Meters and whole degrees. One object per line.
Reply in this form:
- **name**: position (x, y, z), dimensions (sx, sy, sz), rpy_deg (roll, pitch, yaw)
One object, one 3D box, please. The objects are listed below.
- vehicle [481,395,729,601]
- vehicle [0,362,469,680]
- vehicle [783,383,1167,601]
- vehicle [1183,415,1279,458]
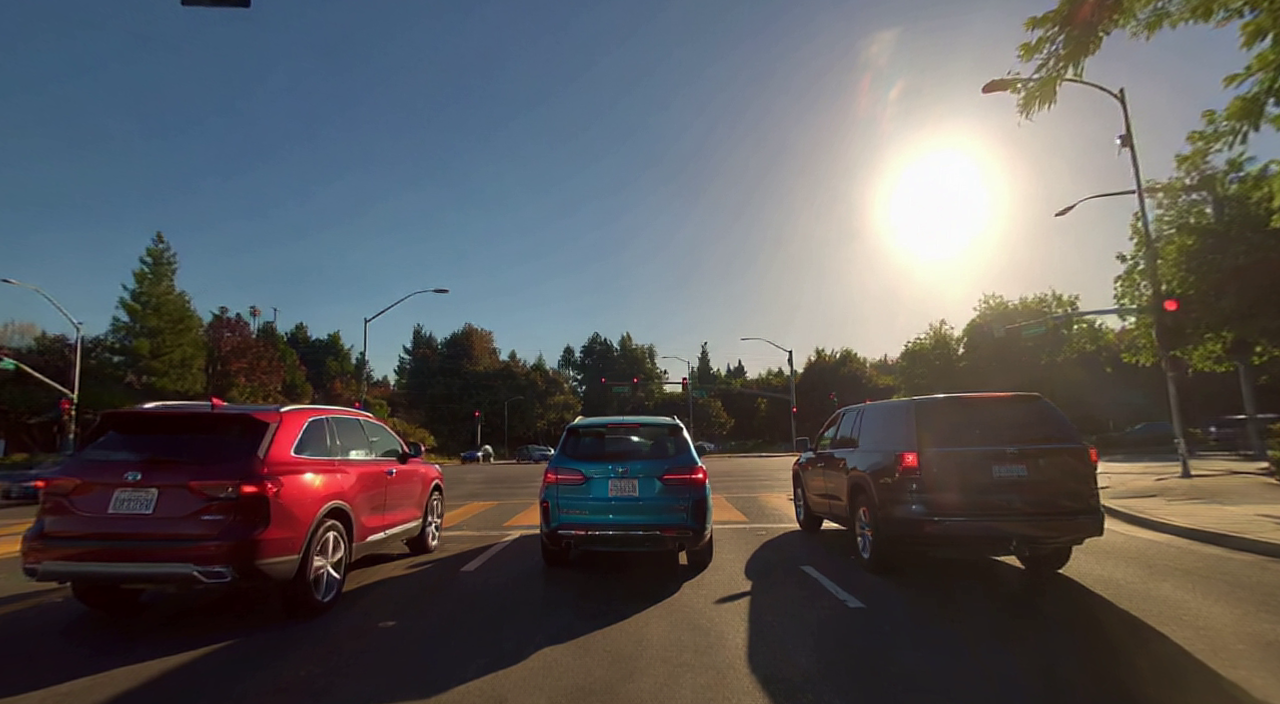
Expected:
- **vehicle**: position (-0.239, 1.512, 7.321), dimensions (2.067, 1.702, 3.987), rpy_deg (0, -8, 2)
- **vehicle**: position (-3.276, 1.281, 5.882), dimensions (2.047, 1.810, 4.414), rpy_deg (0, -8, 1)
- **vehicle**: position (3.271, 1.483, 7.515), dimensions (2.083, 1.779, 4.532), rpy_deg (0, -8, 0)
- **vehicle**: position (27.761, 3.828, 28.391), dimensions (4.535, 1.872, 1.975), rpy_deg (0, -9, 3)
